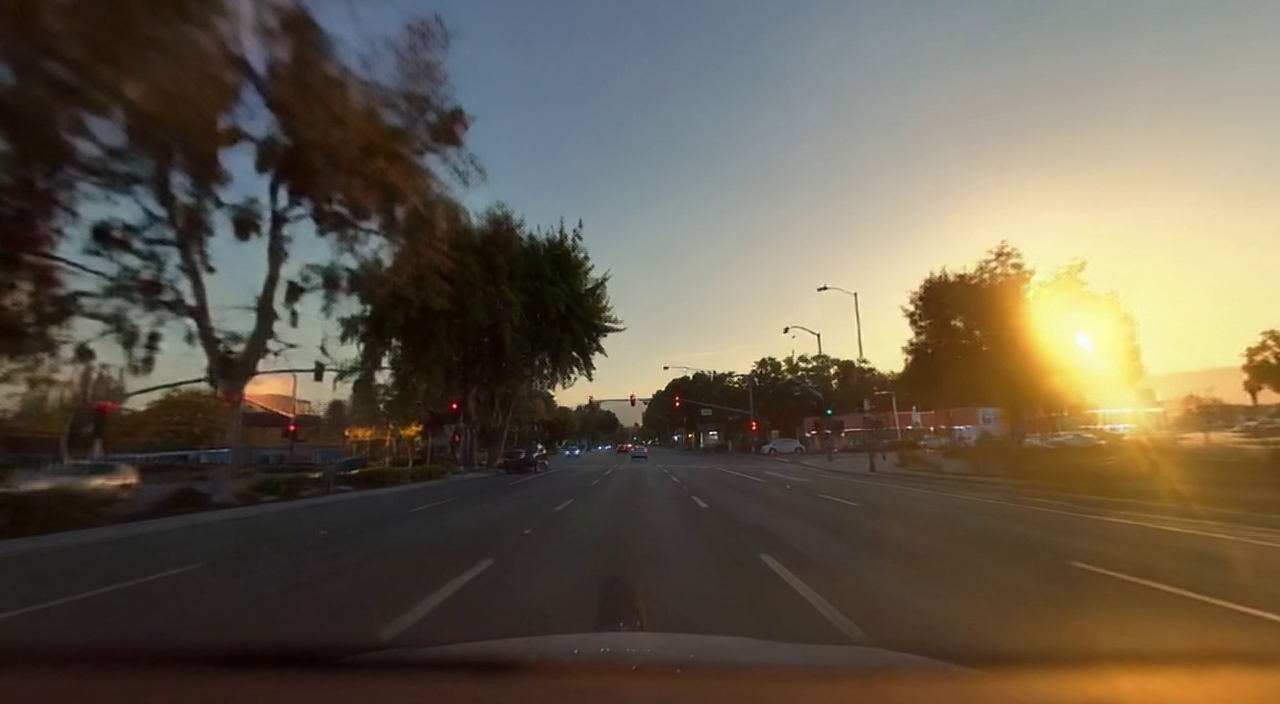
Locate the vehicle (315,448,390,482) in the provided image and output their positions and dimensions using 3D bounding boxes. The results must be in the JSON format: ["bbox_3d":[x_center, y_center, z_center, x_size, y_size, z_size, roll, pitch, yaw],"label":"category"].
[{"bbox_3d":[-14.936,5.857,33.095,1.907,1.652,4.393,0,-8,-1],"label":"vehicle"}]

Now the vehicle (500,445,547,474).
[{"bbox_3d":[-6.612,6.107,36.160,1.898,1.539,4.314,0,-8,-1],"label":"vehicle"}]

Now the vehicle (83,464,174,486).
[{"bbox_3d":[-38.200,9.156,47.275,4.807,1.468,2.004,1,-8,-7],"label":"vehicle"}]

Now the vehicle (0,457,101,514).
[{"bbox_3d":[-18.609,3.836,18.204,1.948,1.507,4.742,0,-8,0],"label":"vehicle"}]
